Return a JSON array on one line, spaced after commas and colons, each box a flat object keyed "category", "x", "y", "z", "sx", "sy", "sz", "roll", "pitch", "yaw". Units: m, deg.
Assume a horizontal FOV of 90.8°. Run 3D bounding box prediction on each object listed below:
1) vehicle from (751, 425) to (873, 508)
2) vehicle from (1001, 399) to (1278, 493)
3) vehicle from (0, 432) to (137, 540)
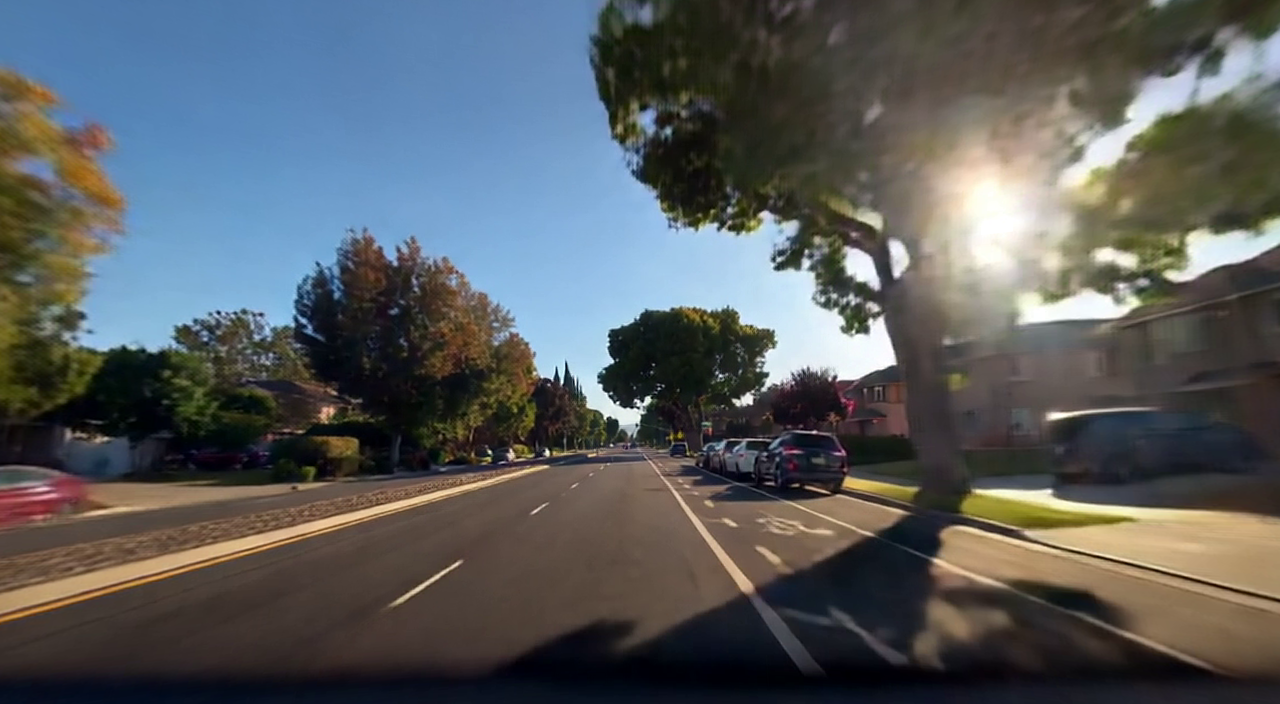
[{"category": "vehicle", "x": 4.421, "y": 3.019, "z": 17.284, "sx": 2.074, "sy": 1.838, "sz": 5.402, "roll": 1, "pitch": -8, "yaw": 3}, {"category": "vehicle", "x": 12.807, "y": 2.411, "z": 16.508, "sx": 5.296, "sy": 2.003, "sz": 2.200, "roll": -3, "pitch": -7, "yaw": -1}, {"category": "vehicle", "x": -12.578, "y": 2.547, "z": 11.894, "sx": 2.075, "sy": 1.917, "sz": 4.984, "roll": -2, "pitch": -10, "yaw": 0}]
